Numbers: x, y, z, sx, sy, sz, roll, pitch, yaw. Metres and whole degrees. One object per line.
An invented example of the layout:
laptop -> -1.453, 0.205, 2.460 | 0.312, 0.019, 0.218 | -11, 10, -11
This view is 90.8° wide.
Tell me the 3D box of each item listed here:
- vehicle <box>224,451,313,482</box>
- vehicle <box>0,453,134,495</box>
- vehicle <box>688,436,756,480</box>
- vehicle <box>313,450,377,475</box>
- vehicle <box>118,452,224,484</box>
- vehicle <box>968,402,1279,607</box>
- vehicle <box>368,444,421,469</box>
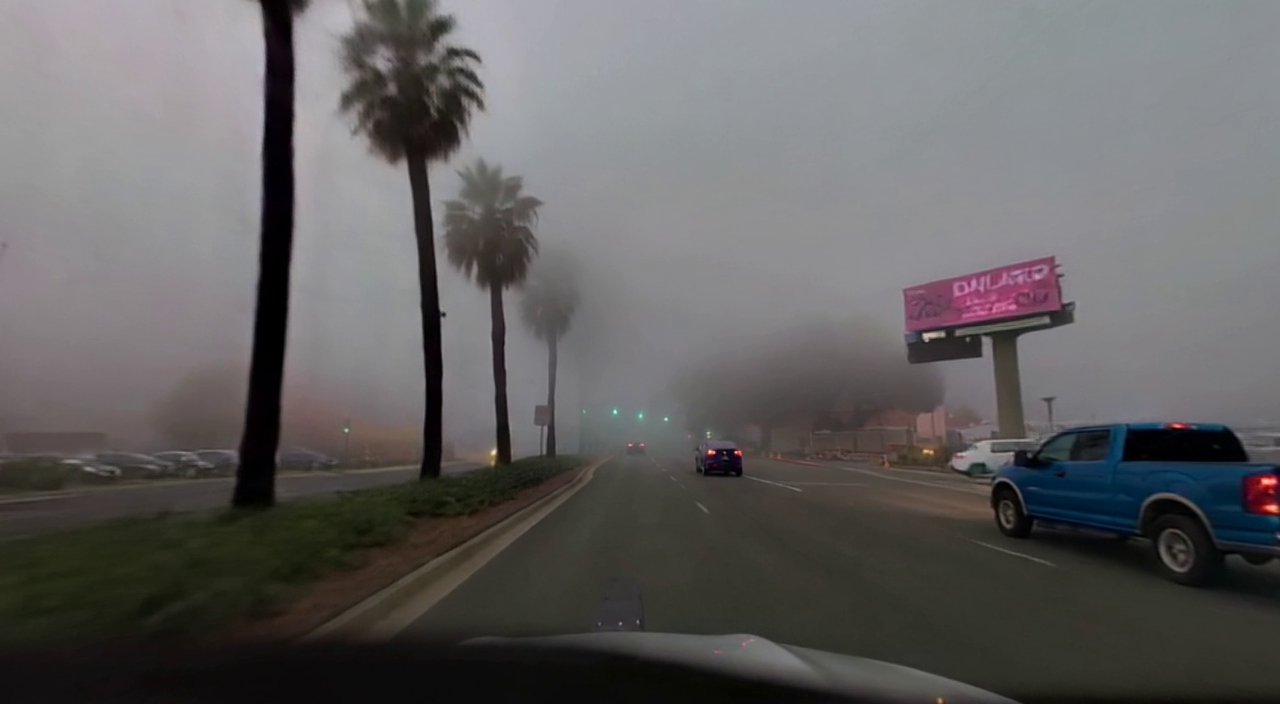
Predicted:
vehicle -> -19.470, 6.002, 33.385 | 1.900, 1.481, 4.684 | 0, -8, 0
vehicle -> -24.299, 5.080, 26.781 | 1.843, 1.548, 4.645 | 0, -9, -1
vehicle -> 3.092, 4.084, 24.632 | 1.889, 1.541, 4.303 | 0, -8, -2
vehicle -> -19.564, 7.291, 42.120 | 1.871, 1.519, 5.002 | 0, -8, 0
vehicle -> -24.429, 6.028, 33.182 | 1.899, 1.499, 4.911 | 0, -9, -1
vehicle -> 6.124, 1.490, 6.895 | 2.140, 1.606, 5.437 | 0, -8, 0
vehicle -> -19.295, 8.203, 49.948 | 2.066, 1.825, 5.291 | 0, -8, 0
